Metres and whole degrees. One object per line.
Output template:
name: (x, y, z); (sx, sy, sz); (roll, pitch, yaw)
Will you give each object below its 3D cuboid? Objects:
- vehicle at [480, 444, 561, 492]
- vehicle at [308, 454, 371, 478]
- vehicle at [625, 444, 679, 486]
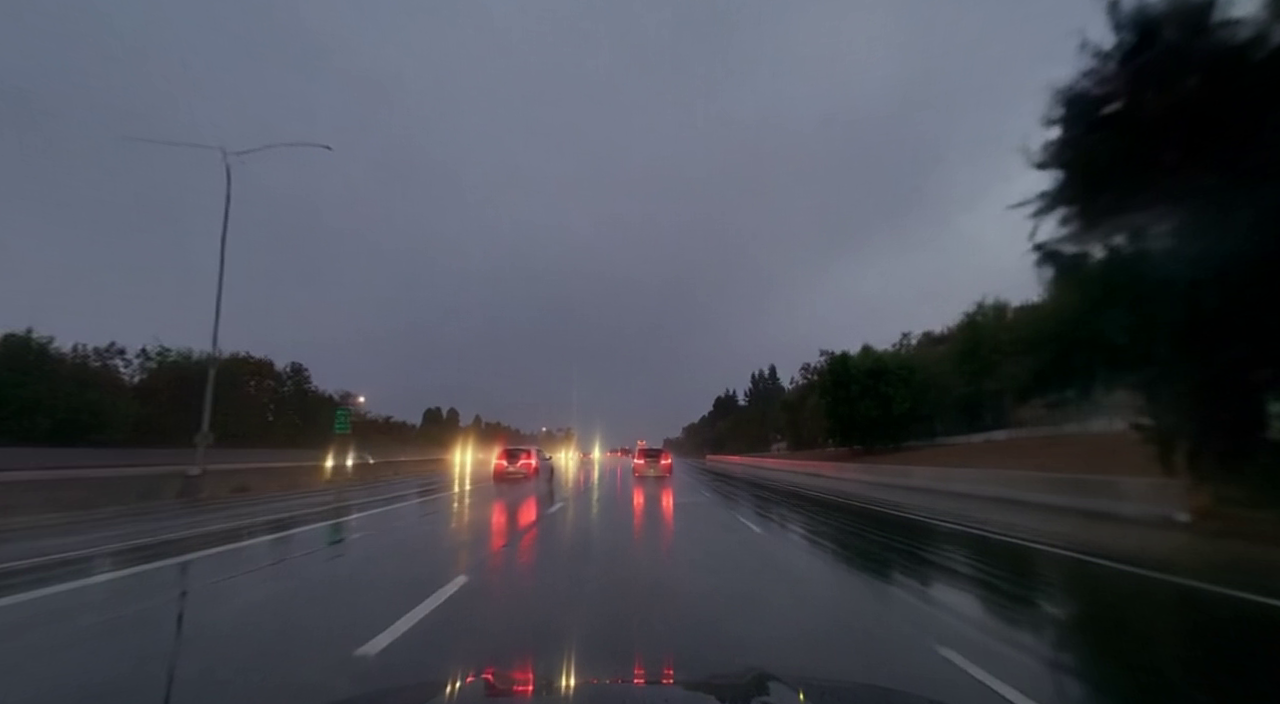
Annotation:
vehicle: (-4.089, 4.050, 22.234); (1.940, 1.502, 4.463); (-1, -9, 0)
vehicle: (-20.367, 7.752, 42.755); (1.921, 1.485, 4.671); (-1, -9, 1)
vehicle: (0.439, 4.549, 25.538); (2.015, 1.526, 4.286); (0, -9, 0)
